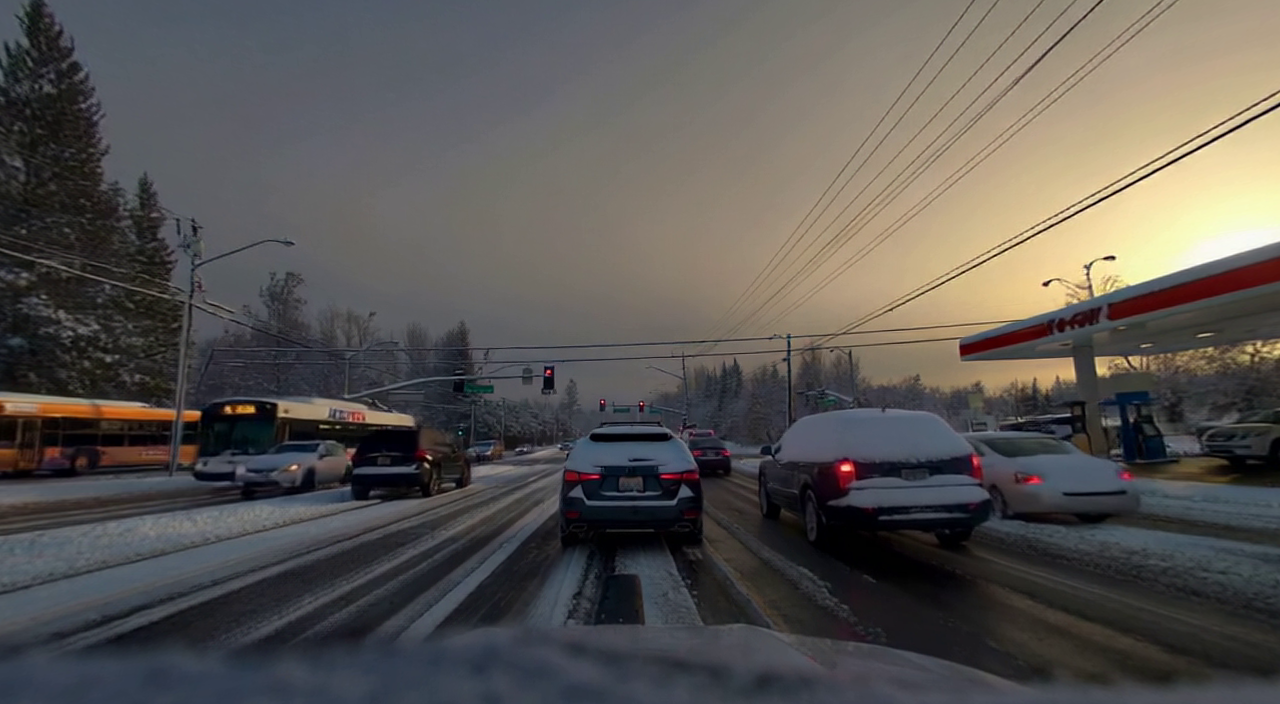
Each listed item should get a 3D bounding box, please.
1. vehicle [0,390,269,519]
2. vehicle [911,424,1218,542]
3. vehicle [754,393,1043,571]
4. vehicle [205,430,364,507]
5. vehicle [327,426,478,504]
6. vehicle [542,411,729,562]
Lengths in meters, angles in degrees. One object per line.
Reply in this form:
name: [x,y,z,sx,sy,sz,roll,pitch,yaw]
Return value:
vehicle: [-18.902,3.674,23.012,3.010,3.475,12.655,0,-9,0]
vehicle: [6.445,2.024,10.442,1.829,1.494,4.552,0,-8,-1]
vehicle: [3.041,1.642,8.664,2.049,1.813,4.245,0,-9,-1]
vehicle: [-10.219,3.365,18.693,2.163,1.812,4.686,-4,-8,-2]
vehicle: [-6.204,3.018,17.319,2.190,1.795,4.993,0,-9,0]
vehicle: [-0.104,1.818,9.195,2.087,1.677,4.053,0,-9,-2]
